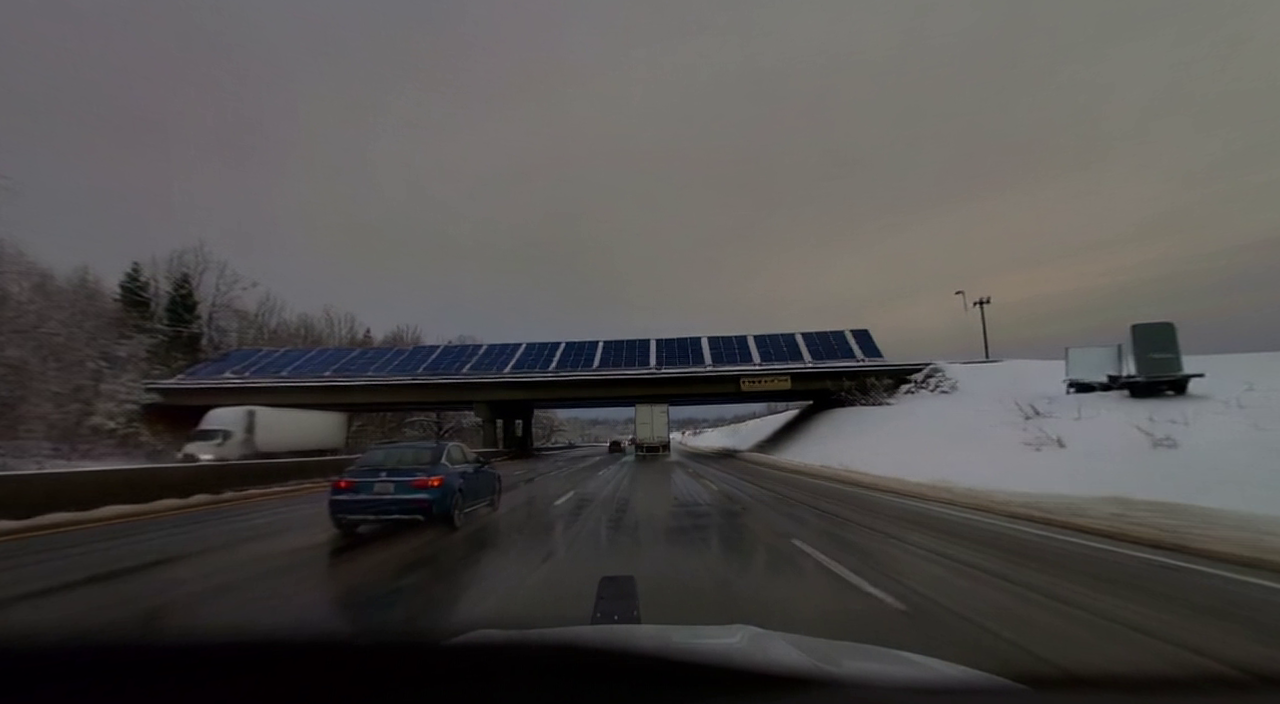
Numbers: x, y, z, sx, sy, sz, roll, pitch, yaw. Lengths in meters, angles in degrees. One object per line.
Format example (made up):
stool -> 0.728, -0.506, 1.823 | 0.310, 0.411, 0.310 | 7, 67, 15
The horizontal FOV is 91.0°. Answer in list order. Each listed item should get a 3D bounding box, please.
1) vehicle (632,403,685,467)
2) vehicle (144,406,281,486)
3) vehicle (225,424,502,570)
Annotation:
vehicle -> 1.094, 5.432, 40.764 | 2.967, 3.633, 10.015 | -1, -8, 1
vehicle -> -22.683, 5.037, 33.891 | 2.926, 3.855, 6.060 | -1, -8, 1
vehicle -> -3.542, 1.920, 9.170 | 2.066, 1.581, 4.268 | 0, -8, 0
